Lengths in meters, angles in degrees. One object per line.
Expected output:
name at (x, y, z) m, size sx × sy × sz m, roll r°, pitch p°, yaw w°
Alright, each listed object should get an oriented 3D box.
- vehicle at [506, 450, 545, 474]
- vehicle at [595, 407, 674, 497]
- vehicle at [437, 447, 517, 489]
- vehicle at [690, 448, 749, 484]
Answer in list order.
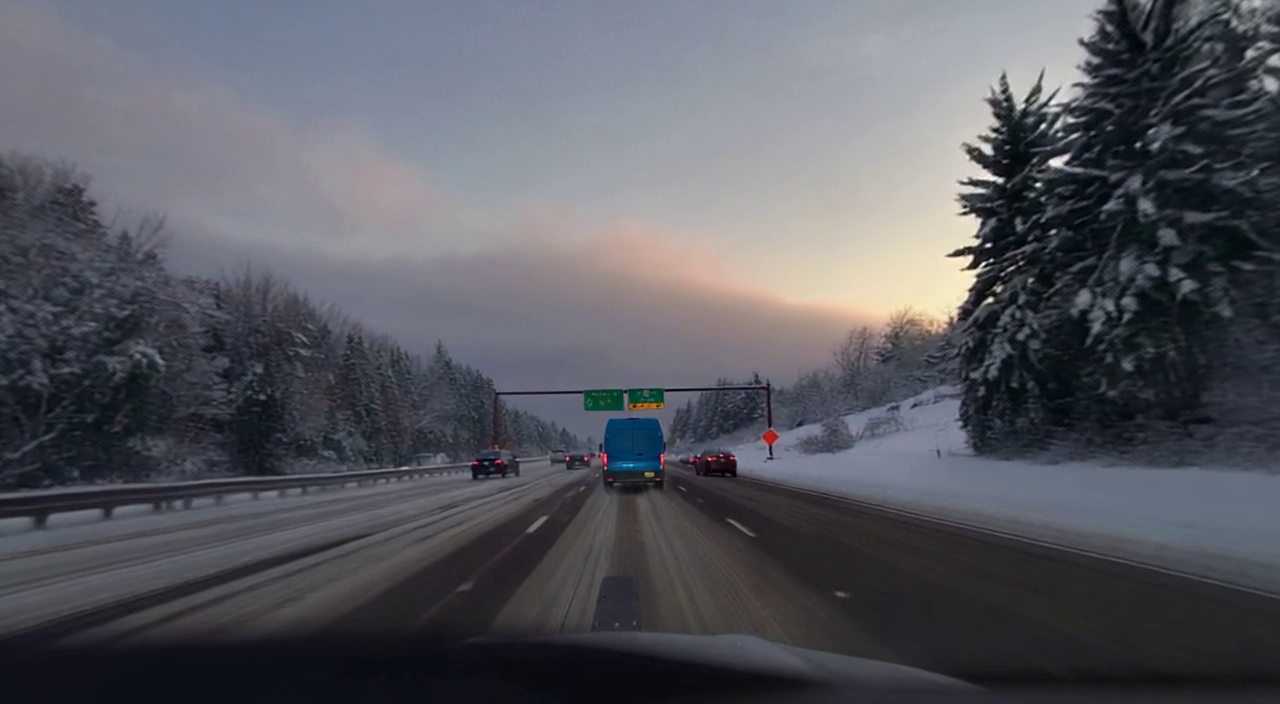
vehicle at (-7.651, 7.388, 42.237) m, size 2.026 × 1.506 × 4.102 m, roll 0°, pitch -9°, yaw -2°
vehicle at (-0.245, 3.303, 20.788) m, size 2.268 × 2.551 × 5.144 m, roll 0°, pitch -9°, yaw -2°
vehicle at (-6.492, 4.669, 25.519) m, size 2.003 × 1.498 × 4.386 m, roll -1°, pitch -9°, yaw 1°
vehicle at (3.506, 5.130, 28.502) m, size 2.015 × 1.491 × 4.732 m, roll 0°, pitch -9°, yaw -1°
